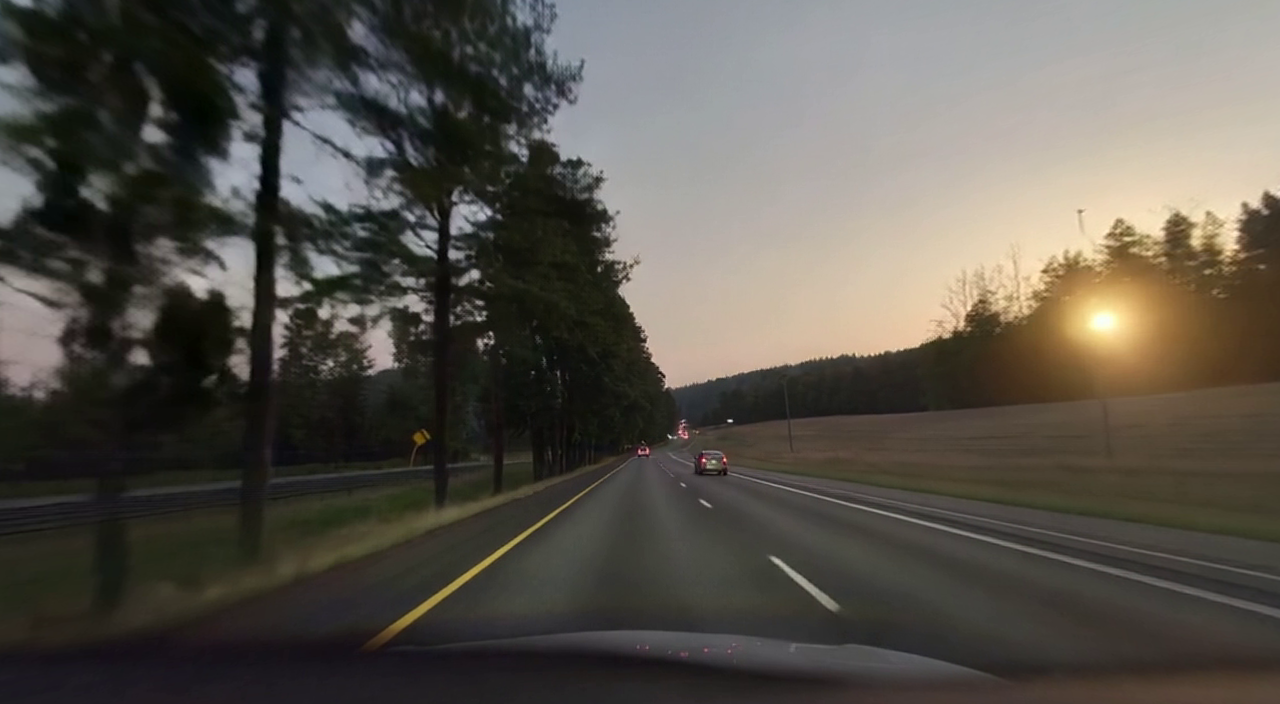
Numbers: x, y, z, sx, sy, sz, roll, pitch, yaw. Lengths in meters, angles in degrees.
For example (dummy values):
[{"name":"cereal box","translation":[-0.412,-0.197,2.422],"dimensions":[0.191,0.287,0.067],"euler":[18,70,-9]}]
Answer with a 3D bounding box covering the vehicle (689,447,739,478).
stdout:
[{"name":"vehicle","translation":[3.922,5.919,33.906],"dimensions":[2.115,1.522,4.330],"euler":[0,-9,-1]}]
